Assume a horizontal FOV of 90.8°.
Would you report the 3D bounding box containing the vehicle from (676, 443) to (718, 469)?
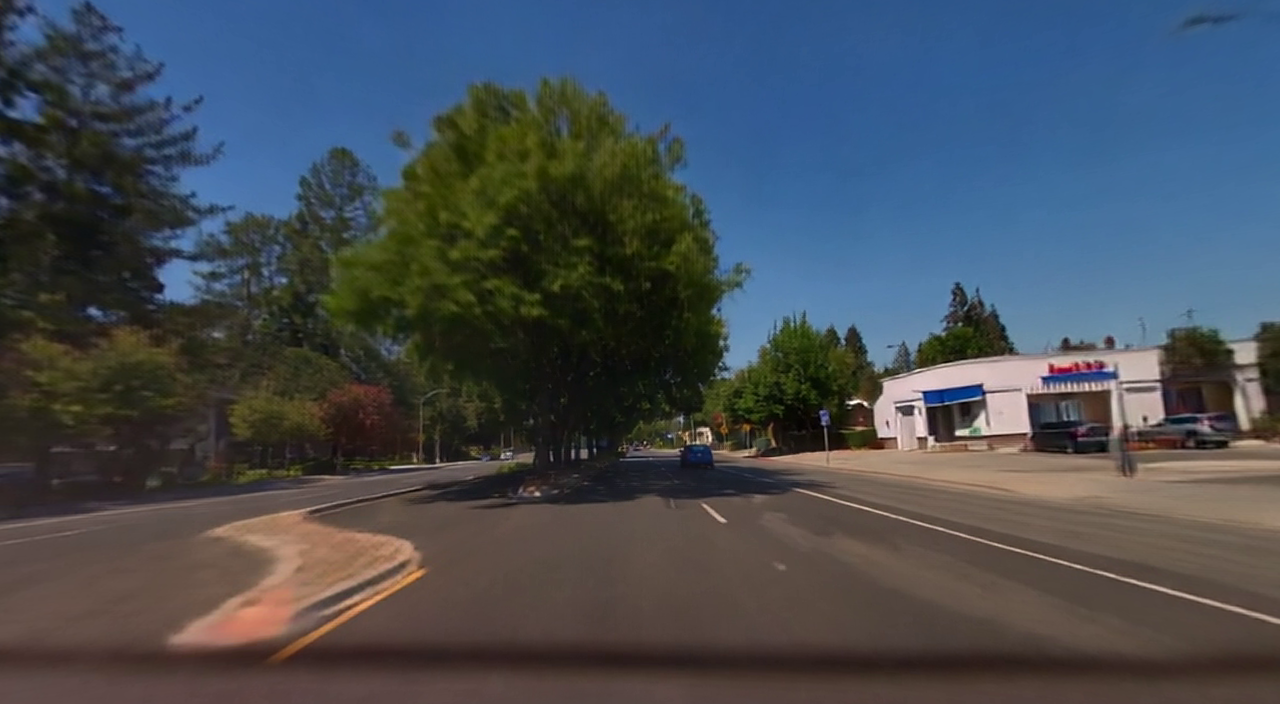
[{"bbox_3d":[3.286,6.018,36.936,1.929,1.411,4.284,0,-8,-2],"label":"vehicle"}]
